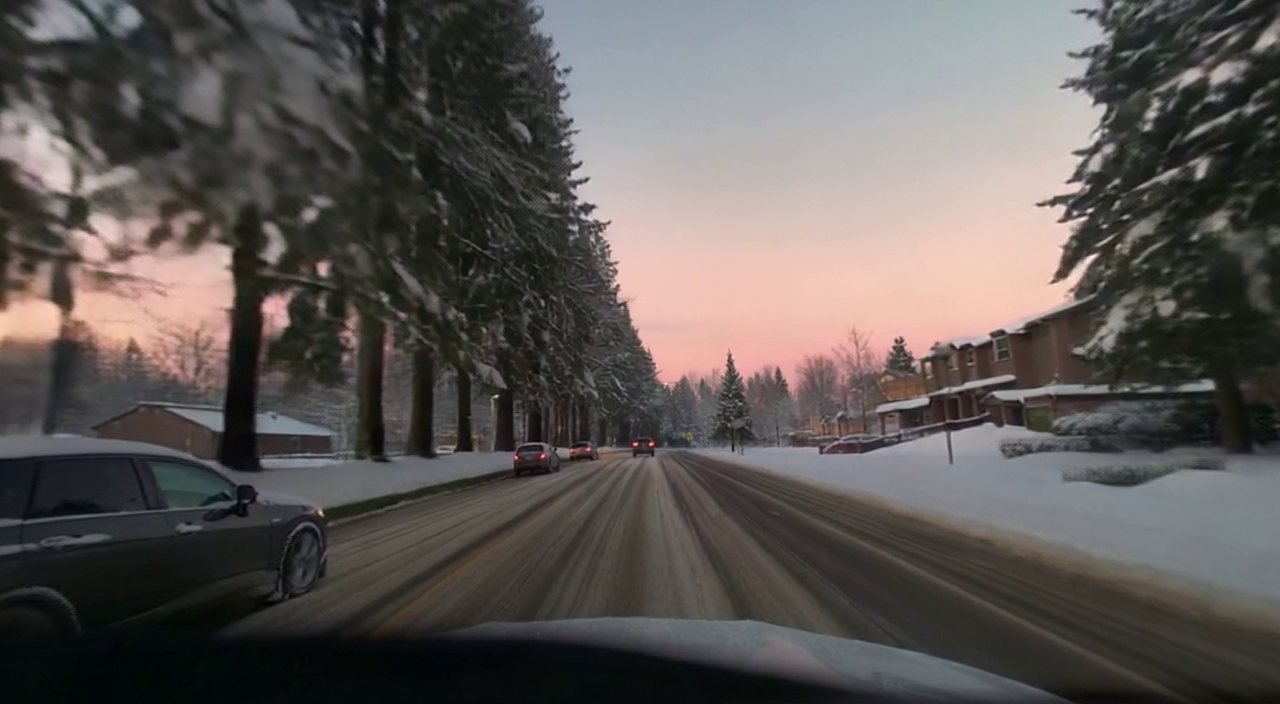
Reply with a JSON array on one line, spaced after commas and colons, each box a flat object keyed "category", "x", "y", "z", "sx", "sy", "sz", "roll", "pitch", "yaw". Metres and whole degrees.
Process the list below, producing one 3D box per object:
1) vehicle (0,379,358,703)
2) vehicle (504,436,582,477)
[{"category": "vehicle", "x": -4.139, "y": 1.074, "z": 4.137, "sx": 2.190, "sy": 1.545, "sz": 4.943, "roll": 0, "pitch": -8, "yaw": 1}, {"category": "vehicle", "x": -3.725, "y": 4.140, "z": 25.177, "sx": 2.188, "sy": 1.473, "sz": 4.651, "roll": 0, "pitch": -8, "yaw": 3}]
